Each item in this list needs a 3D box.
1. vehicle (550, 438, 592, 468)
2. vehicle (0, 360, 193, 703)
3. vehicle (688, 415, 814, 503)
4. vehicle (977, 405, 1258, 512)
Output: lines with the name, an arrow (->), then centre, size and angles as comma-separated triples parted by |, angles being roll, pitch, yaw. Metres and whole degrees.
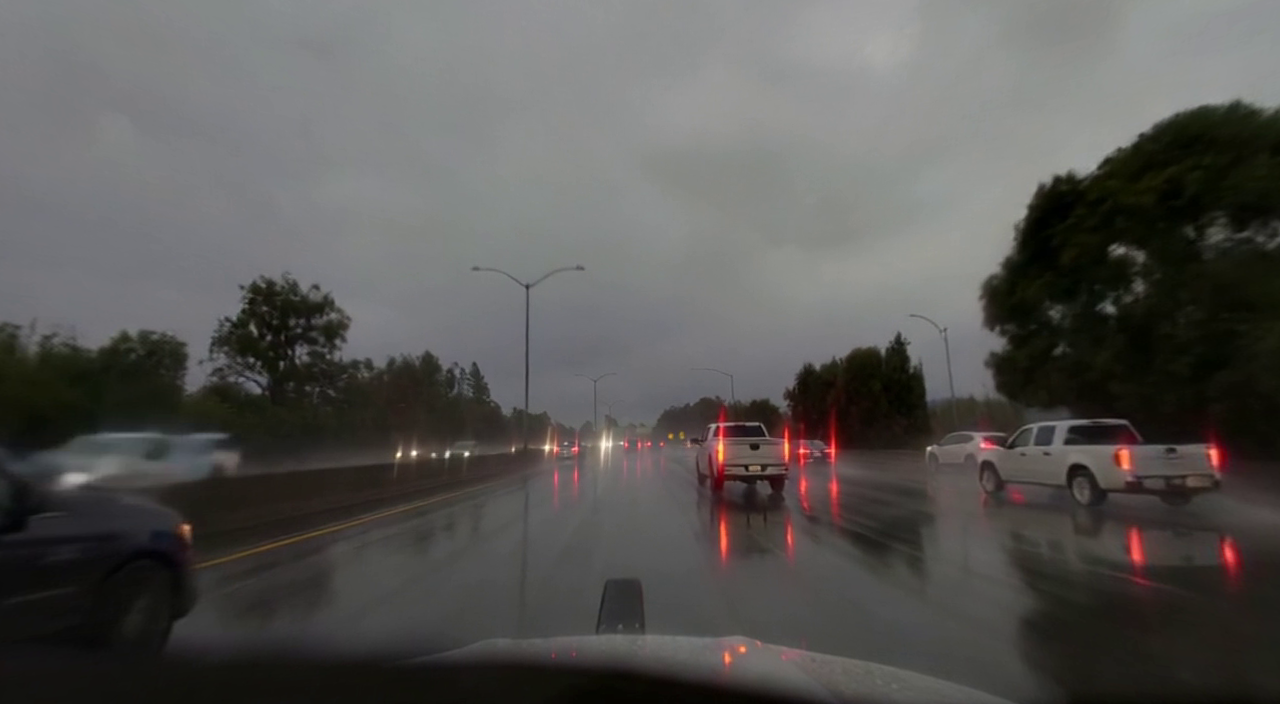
vehicle -> -3.975, 5.887, 36.895 | 1.992, 1.651, 4.185 | 0, -8, 0
vehicle -> -3.524, 0.689, 1.225 | 2.119, 1.654, 4.353 | 0, -8, 0
vehicle -> 2.628, 2.737, 16.580 | 2.200, 1.870, 5.649 | 0, -8, -1
vehicle -> 9.854, 2.267, 13.820 | 2.046, 1.873, 5.131 | 0, -8, -1
